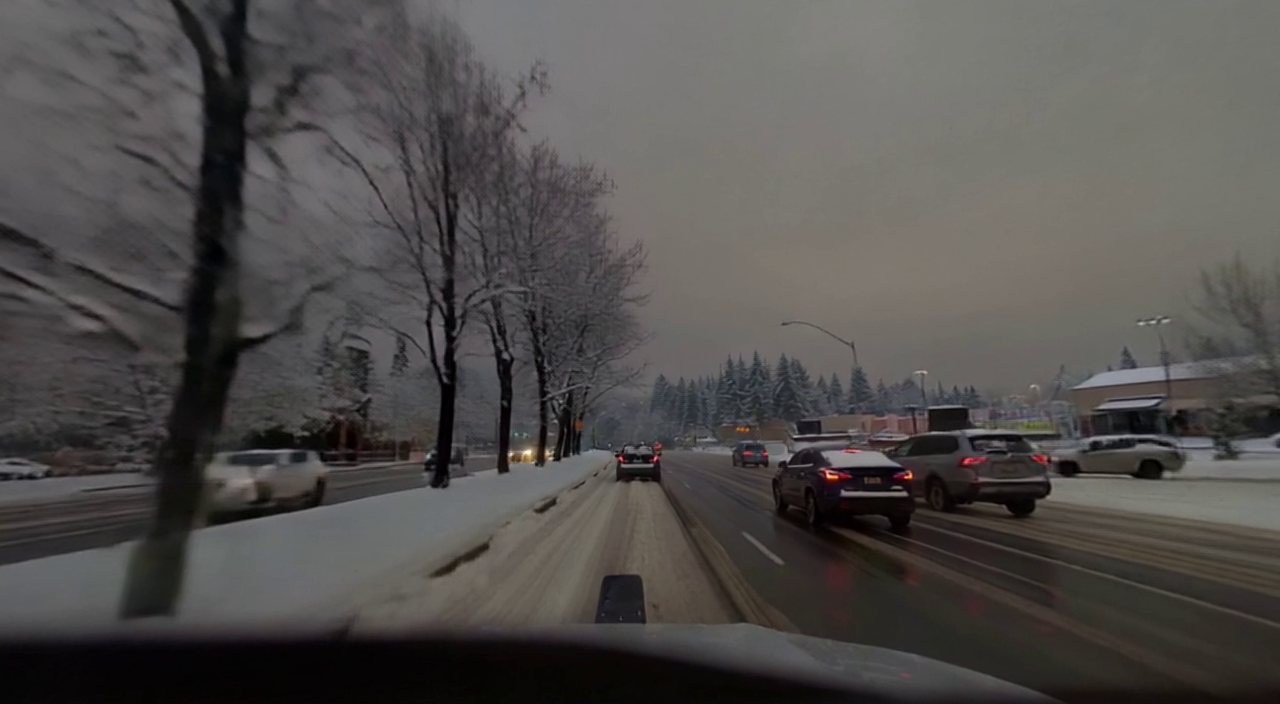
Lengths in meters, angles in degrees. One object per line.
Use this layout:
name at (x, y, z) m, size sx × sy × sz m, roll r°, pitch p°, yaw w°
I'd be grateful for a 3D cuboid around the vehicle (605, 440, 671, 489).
vehicle at (-0.081, 3.708, 21.127) m, size 1.994 × 1.479 × 3.647 m, roll 0°, pitch -9°, yaw -1°

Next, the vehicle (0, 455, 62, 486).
vehicle at (-34.568, 6.439, 34.137) m, size 2.222 × 1.536 × 4.849 m, roll -2°, pitch -9°, yaw -2°

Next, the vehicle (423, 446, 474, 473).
vehicle at (-12.559, 7.054, 41.738) m, size 1.954 × 1.689 × 4.443 m, roll 0°, pitch -9°, yaw 0°

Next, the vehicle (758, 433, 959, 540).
vehicle at (3.438, 2.188, 10.941) m, size 1.858 × 1.466 × 4.230 m, roll 0°, pitch -9°, yaw -1°

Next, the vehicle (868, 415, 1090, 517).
vehicle at (6.927, 2.398, 13.691) m, size 2.134 × 1.810 × 4.590 m, roll 0°, pitch -9°, yaw -2°

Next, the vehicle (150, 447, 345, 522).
vehicle at (-8.957, 3.014, 14.960) m, size 1.895 × 1.503 × 4.237 m, roll 0°, pitch -9°, yaw 0°

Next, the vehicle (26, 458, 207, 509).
vehicle at (-17.556, 4.400, 21.603) m, size 1.961 × 1.462 × 4.741 m, roll -1°, pitch -9°, yaw 3°

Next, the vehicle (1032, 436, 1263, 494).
vehicle at (13.852, 3.111, 17.631) m, size 4.512 × 1.466 × 1.949 m, roll -3°, pitch -9°, yaw 18°
